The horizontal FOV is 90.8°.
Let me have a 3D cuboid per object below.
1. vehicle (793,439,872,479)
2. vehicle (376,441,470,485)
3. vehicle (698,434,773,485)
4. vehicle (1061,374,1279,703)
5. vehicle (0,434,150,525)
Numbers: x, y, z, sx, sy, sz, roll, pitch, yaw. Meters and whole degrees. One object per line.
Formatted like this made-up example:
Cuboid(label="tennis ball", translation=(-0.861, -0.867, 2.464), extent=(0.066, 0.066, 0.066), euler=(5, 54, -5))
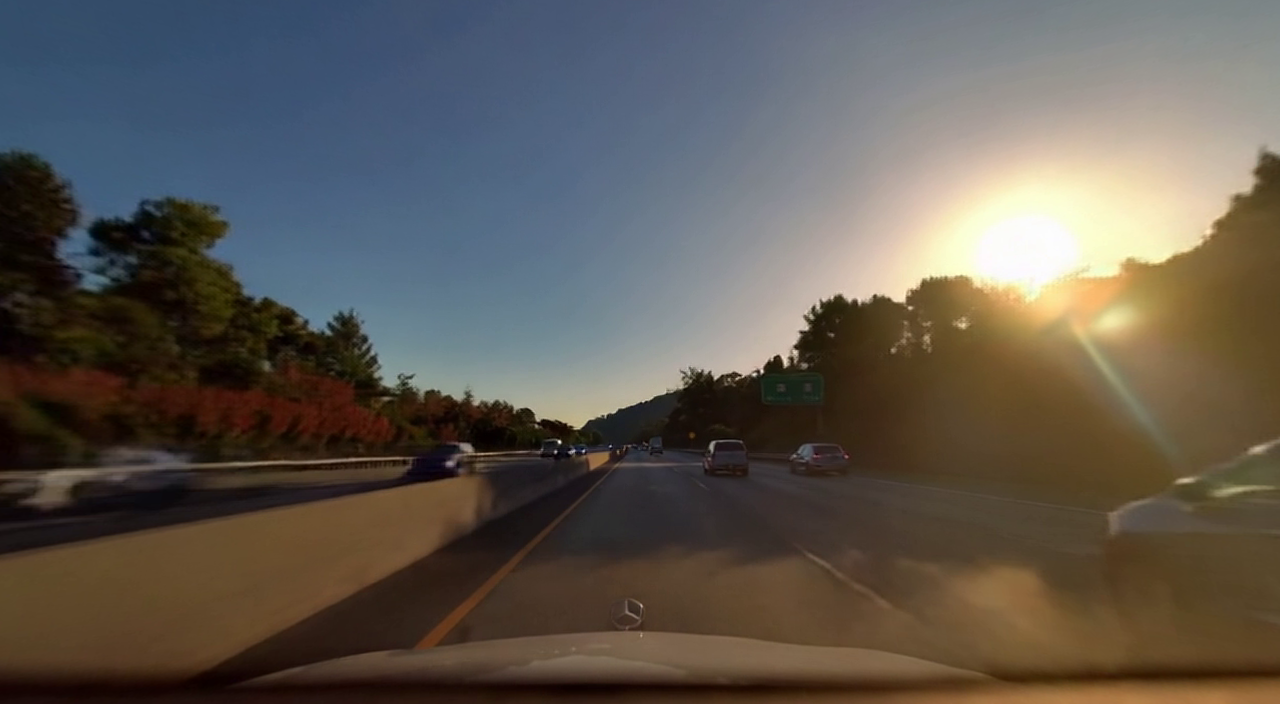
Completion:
Cuboid(label="vehicle", translation=(8.548, 4.771, 28.442), extent=(2.018, 1.636, 4.510), euler=(0, -9, -1))
Cuboid(label="vehicle", translation=(-8.154, 4.204, 24.231), extent=(2.021, 1.518, 4.663), euler=(0, -9, -1))
Cuboid(label="vehicle", translation=(3.554, 4.115, 24.410), extent=(2.070, 1.751, 4.576), euler=(0, -9, -1))
Cuboid(label="vehicle", translation=(3.625, 0.769, 1.736), extent=(2.023, 1.603, 4.159), euler=(0, -9, 0))
Cuboid(label="vehicle", translation=(-11.734, 2.273, 11.403), extent=(1.898, 1.506, 4.812), euler=(0, -9, -1))
